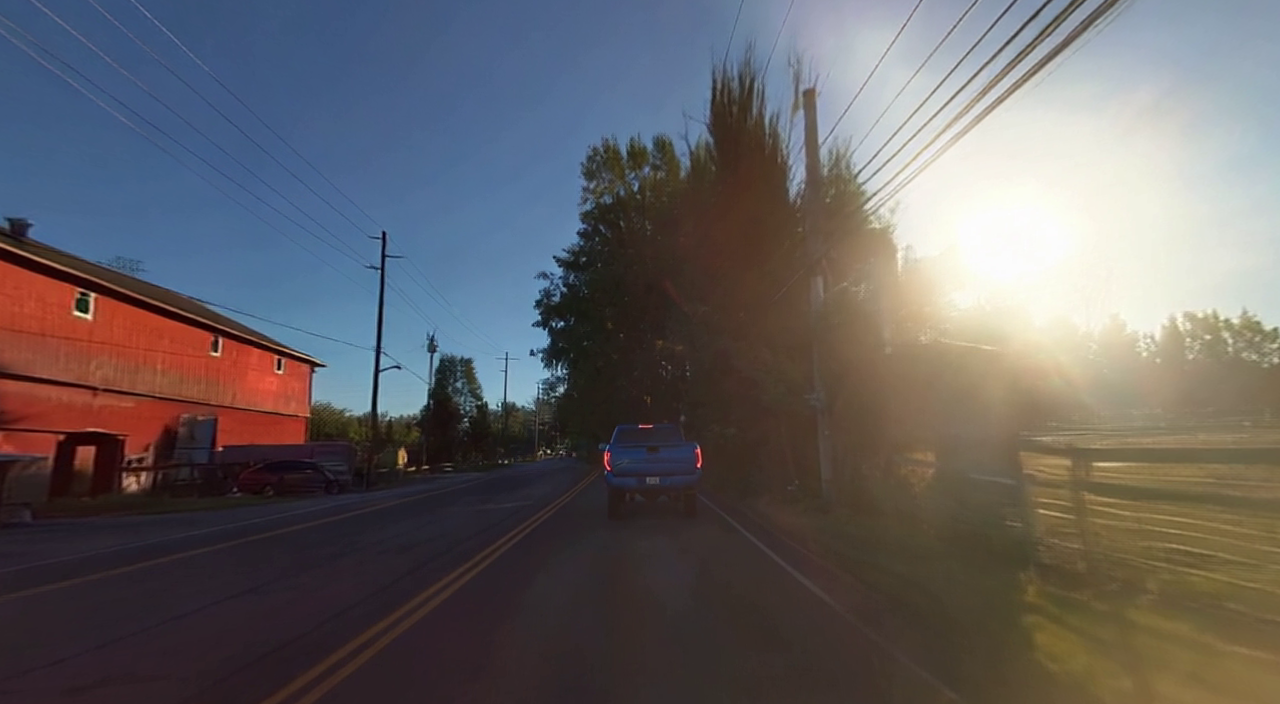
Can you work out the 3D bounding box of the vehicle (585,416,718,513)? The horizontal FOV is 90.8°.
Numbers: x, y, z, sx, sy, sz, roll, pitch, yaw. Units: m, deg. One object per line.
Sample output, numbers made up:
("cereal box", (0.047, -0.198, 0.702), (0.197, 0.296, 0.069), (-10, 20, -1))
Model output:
("vehicle", (0.175, 2.750, 16.019), (2.693, 1.941, 6.356), (0, -9, -1))
